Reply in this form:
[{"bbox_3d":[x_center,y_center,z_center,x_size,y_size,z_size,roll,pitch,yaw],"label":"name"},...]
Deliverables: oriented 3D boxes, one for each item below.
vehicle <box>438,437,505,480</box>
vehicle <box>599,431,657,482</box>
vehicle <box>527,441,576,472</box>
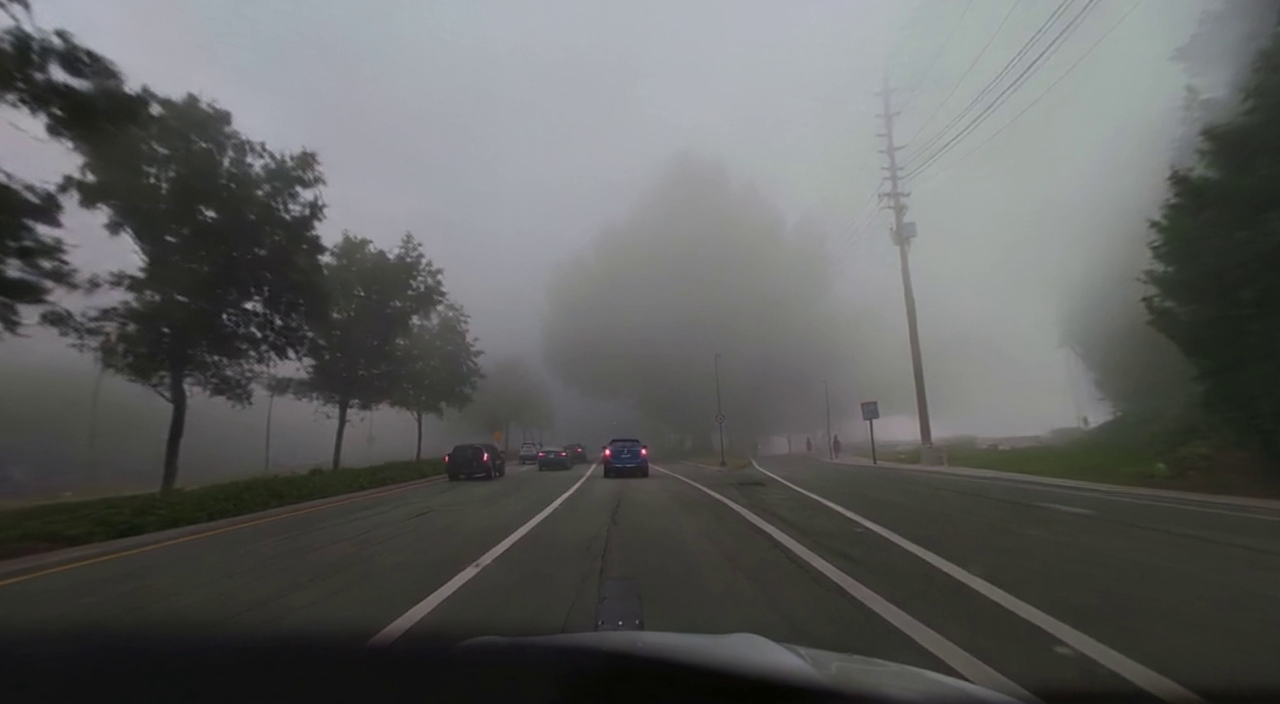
[{"bbox_3d":[-6.903,4.406,26.353,1.860,1.634,4.089,0,-8,-3],"label":"vehicle"},{"bbox_3d":[-0.508,3.978,24.283,2.012,1.769,3.897,0,-8,-2],"label":"vehicle"},{"bbox_3d":[-4.571,5.487,33.344,2.087,1.485,4.452,0,-8,-2],"label":"vehicle"}]
